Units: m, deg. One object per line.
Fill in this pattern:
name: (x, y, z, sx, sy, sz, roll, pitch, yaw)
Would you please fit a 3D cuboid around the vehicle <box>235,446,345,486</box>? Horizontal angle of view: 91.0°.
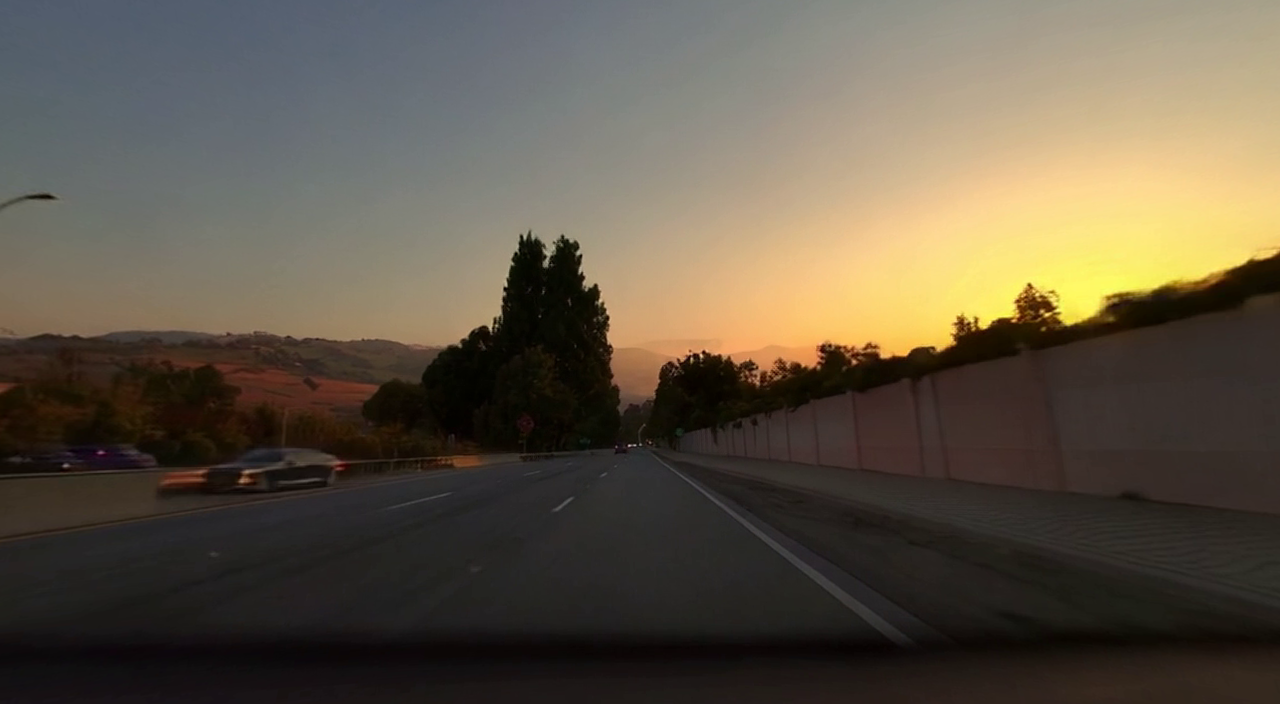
vehicle: (-14.651, 4.760, 26.715, 1.907, 1.487, 4.725, 0, -8, 1)
